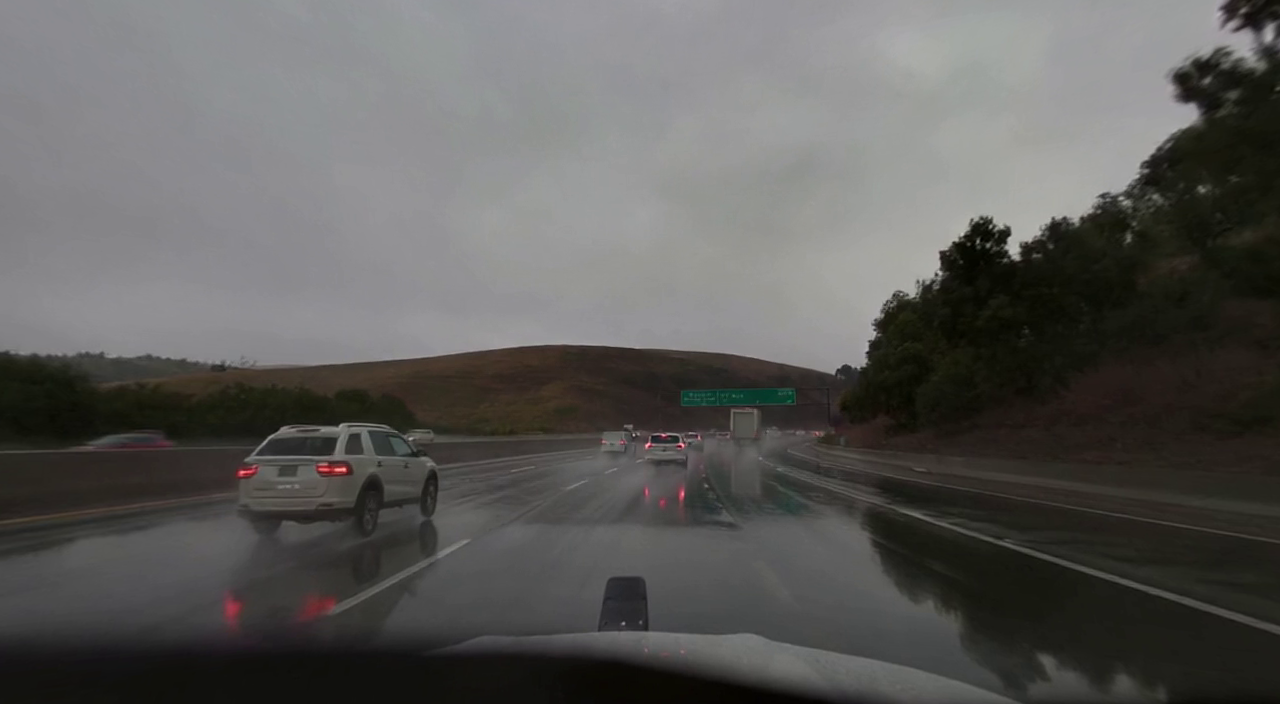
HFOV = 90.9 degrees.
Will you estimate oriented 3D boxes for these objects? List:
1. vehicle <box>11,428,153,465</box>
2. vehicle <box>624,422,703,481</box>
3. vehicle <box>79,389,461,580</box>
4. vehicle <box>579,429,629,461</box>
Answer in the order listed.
[{"bbox_3d":[-24.560,4.185,28.040,2.032,1.461,4.512,-1,-8,3],"label":"vehicle"},{"bbox_3d":[0.861,3.458,22.107,2.484,1.820,4.497,-1,-8,3],"label":"vehicle"},{"bbox_3d":[-3.992,1.517,7.982,2.077,1.712,4.406,0,-8,1],"label":"vehicle"},{"bbox_3d":[-1.974,5.341,36.146,2.194,1.702,4.305,-1,-8,6],"label":"vehicle"}]
